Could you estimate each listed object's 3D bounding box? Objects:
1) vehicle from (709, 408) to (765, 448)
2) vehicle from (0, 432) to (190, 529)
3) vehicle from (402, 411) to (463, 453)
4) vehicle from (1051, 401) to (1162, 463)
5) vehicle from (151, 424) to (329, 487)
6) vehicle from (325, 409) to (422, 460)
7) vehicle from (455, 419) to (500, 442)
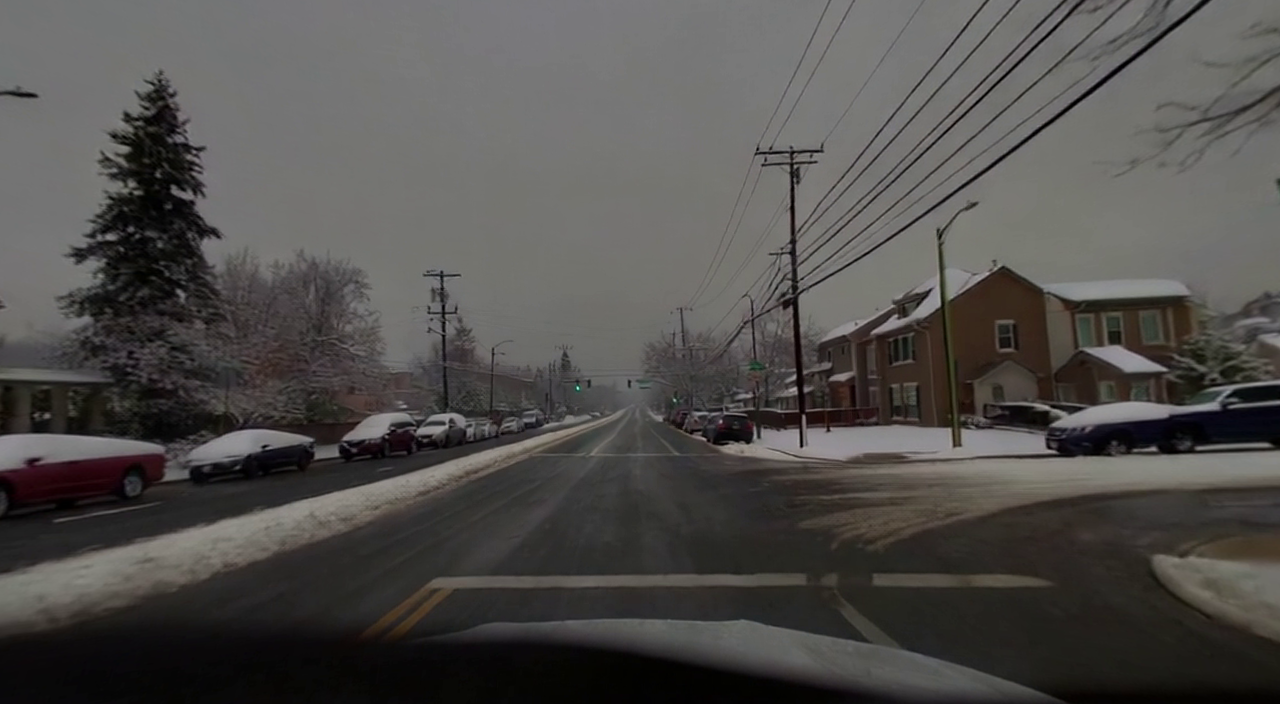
[{"bbox_3d":[4.344,3.531,28.957,1.867,1.680,4.176,0,-8,0],"label":"vehicle"},{"bbox_3d":[-11.057,2.259,11.627,1.970,1.523,4.702,-1,-8,2],"label":"vehicle"},{"bbox_3d":[-11.349,4.353,34.819,1.926,1.998,4.447,-4,-5,-2],"label":"vehicle"},{"bbox_3d":[13.785,2.306,18.566,2.122,1.474,4.313,-9,-8,41],"label":"vehicle"},{"bbox_3d":[-11.126,2.904,18.103,2.082,1.540,4.654,0,-8,0],"label":"vehicle"},{"bbox_3d":[-11.163,3.523,26.895,2.056,1.980,4.763,0,-8,-1],"label":"vehicle"},{"bbox_3d":[-11.207,5.448,43.736,2.051,1.520,4.374,0,-8,-1],"label":"vehicle"}]
